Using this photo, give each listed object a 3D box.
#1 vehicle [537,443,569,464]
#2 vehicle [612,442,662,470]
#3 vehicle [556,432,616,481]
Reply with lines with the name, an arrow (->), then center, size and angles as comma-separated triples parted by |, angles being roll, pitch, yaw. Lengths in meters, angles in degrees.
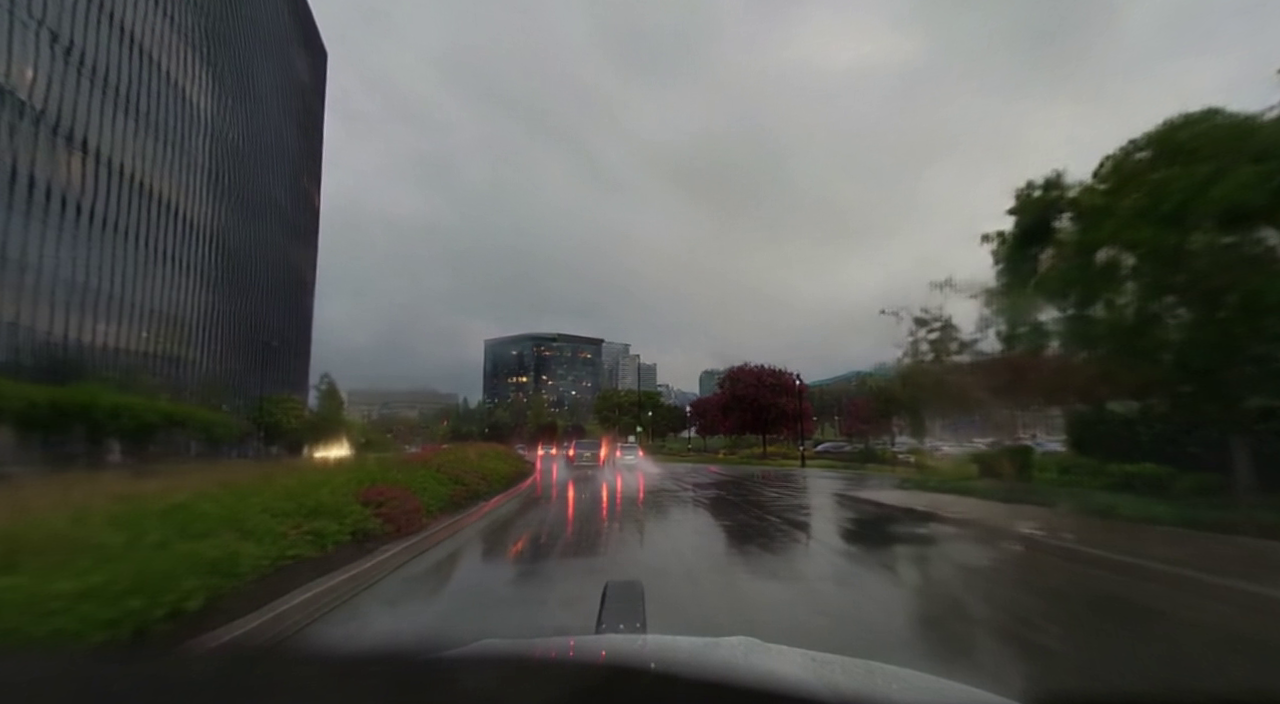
vehicle -> -6.803, 7.838, 48.739 | 2.029, 1.515, 4.494 | 2, -9, -13
vehicle -> -0.259, 5.933, 36.152 | 2.116, 1.506, 4.355 | 2, -9, -10
vehicle -> -2.211, 4.147, 25.276 | 2.173, 1.761, 4.374 | 1, -9, -6
